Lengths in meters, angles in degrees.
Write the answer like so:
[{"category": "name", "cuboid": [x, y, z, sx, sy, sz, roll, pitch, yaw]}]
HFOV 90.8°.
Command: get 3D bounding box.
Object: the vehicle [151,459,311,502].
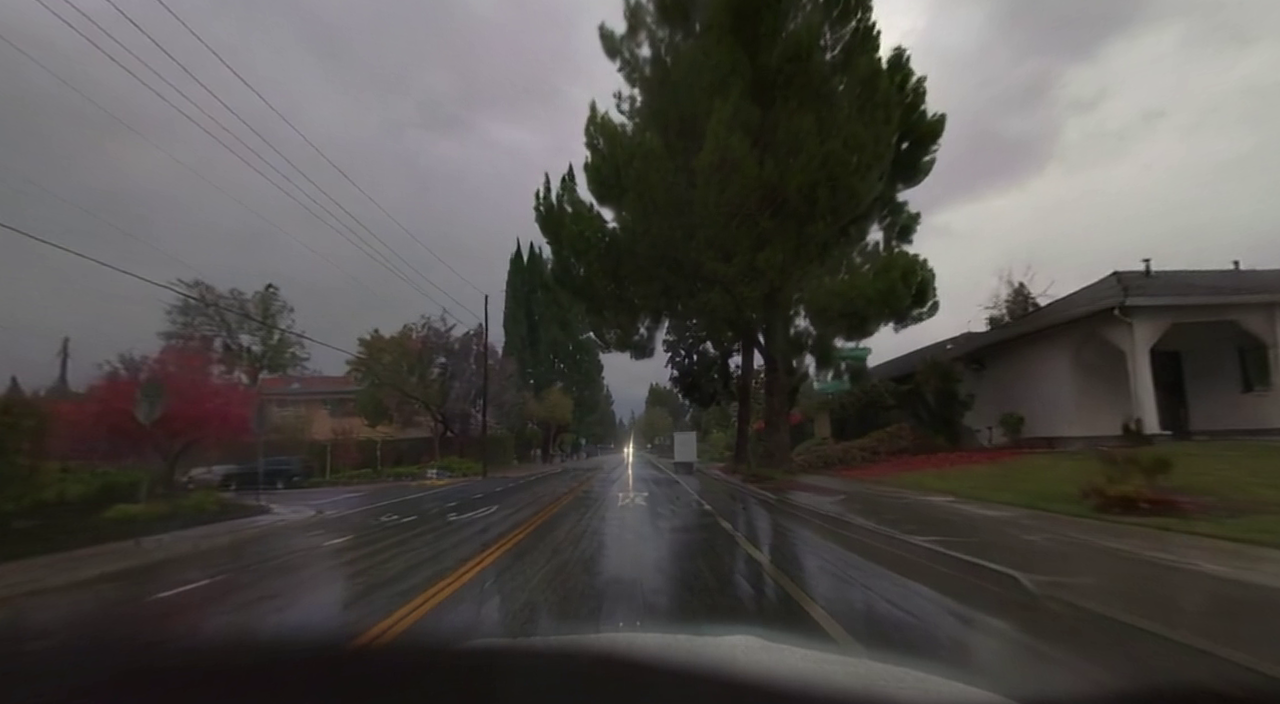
[{"category": "vehicle", "cuboid": [-14.960, 4.678, 23.233, 4.779, 1.453, 1.970, -2, -9, 10]}]
